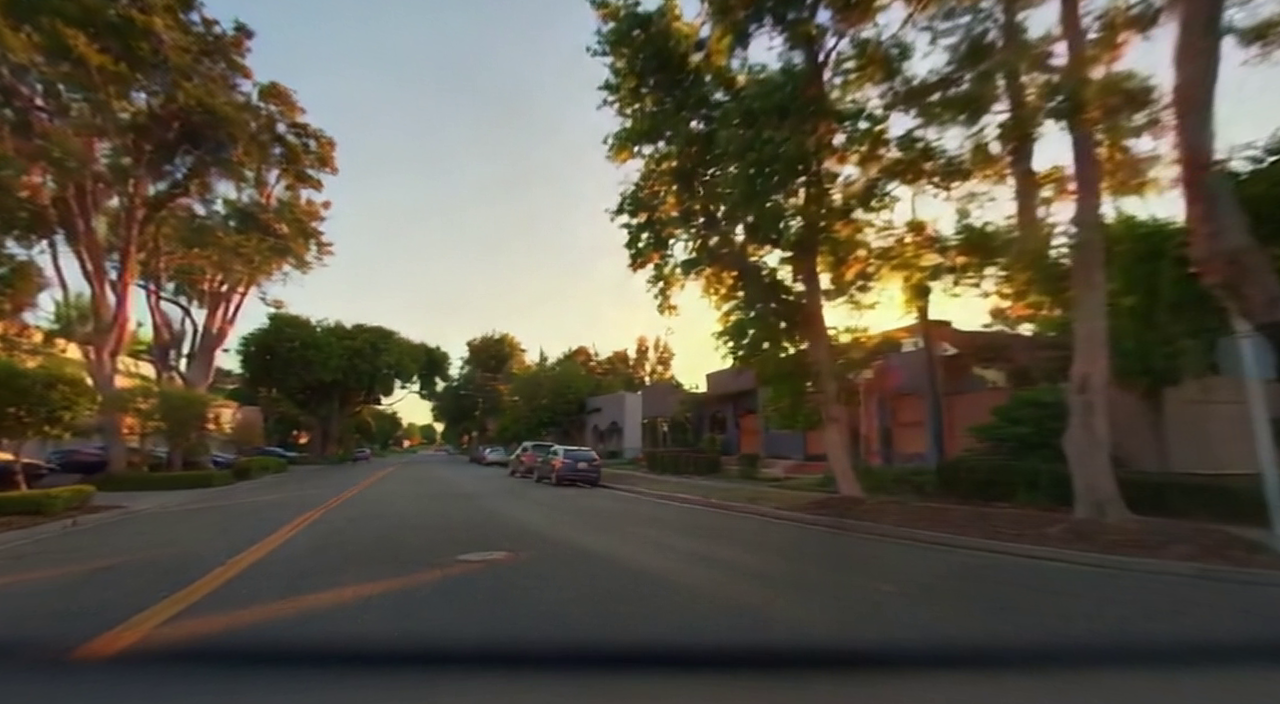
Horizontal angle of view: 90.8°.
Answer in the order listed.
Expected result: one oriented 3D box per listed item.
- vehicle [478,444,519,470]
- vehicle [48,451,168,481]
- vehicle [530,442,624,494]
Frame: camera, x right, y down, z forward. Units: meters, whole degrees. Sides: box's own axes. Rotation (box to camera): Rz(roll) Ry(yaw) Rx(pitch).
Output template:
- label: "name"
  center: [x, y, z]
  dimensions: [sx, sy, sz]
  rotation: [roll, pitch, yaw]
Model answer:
- label: "vehicle"
  center: [-9.497, 6.954, 42.138]
  dimensions: [1.952, 1.538, 5.215]
  rotation: [3, -9, -20]
- label: "vehicle"
  center: [-27.826, 5.952, 33.140]
  dimensions: [4.491, 1.455, 1.959]
  rotation: [0, -8, -1]
- label: "vehicle"
  center: [-2.313, 3.885, 21.730]
  dimensions: [1.933, 1.528, 5.006]
  rotation: [3, -9, -21]
